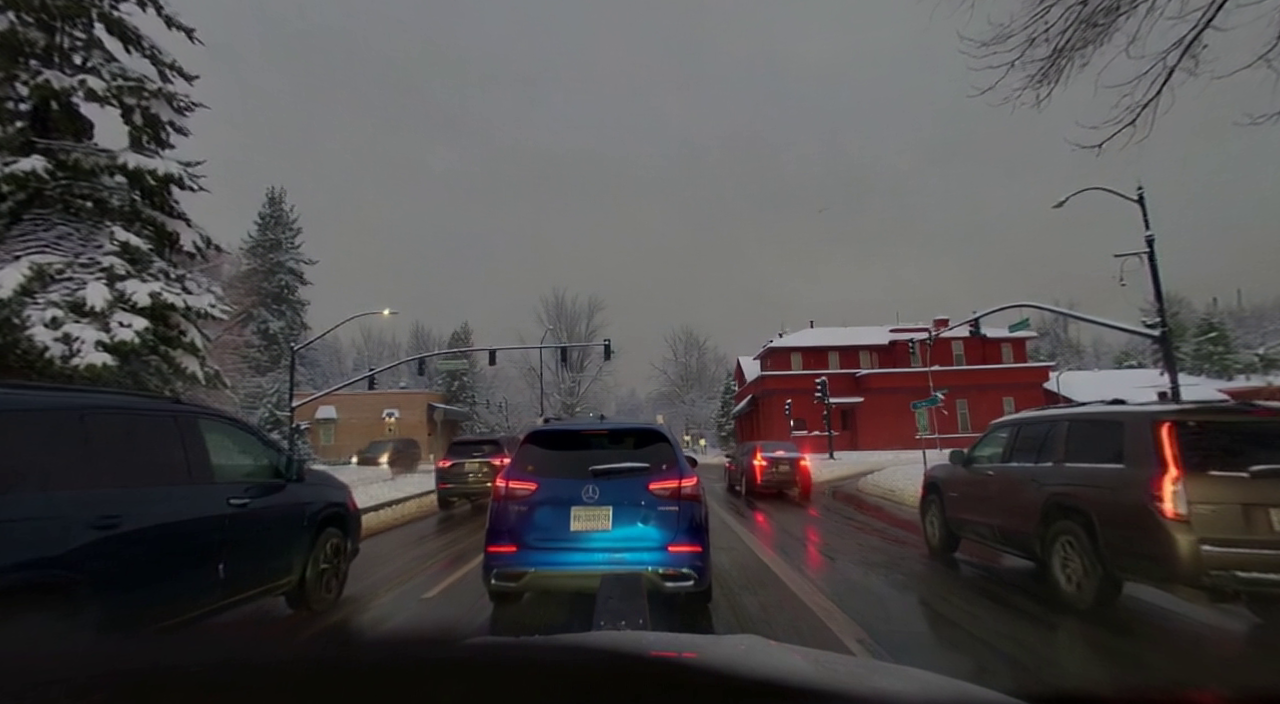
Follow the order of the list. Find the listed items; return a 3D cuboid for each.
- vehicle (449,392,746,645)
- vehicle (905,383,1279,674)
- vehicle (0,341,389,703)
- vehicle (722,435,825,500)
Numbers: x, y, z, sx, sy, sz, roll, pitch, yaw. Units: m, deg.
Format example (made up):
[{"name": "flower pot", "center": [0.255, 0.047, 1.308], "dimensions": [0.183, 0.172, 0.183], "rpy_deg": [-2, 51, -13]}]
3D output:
[{"name": "vehicle", "center": [-0.216, 1.434, 6.419], "dimensions": [2.022, 1.700, 4.084], "rpy_deg": [0, -8, 2]}, {"name": "vehicle", "center": [4.380, 1.386, 6.084], "dimensions": [2.014, 1.740, 4.515], "rpy_deg": [-1, -8, 5]}, {"name": "vehicle", "center": [-3.466, 1.031, 3.736], "dimensions": [2.047, 1.741, 4.470], "rpy_deg": [0, -8, 1]}, {"name": "vehicle", "center": [3.496, 3.101, 17.302], "dimensions": [1.847, 1.554, 3.885], "rpy_deg": [0, -8, -2]}]
